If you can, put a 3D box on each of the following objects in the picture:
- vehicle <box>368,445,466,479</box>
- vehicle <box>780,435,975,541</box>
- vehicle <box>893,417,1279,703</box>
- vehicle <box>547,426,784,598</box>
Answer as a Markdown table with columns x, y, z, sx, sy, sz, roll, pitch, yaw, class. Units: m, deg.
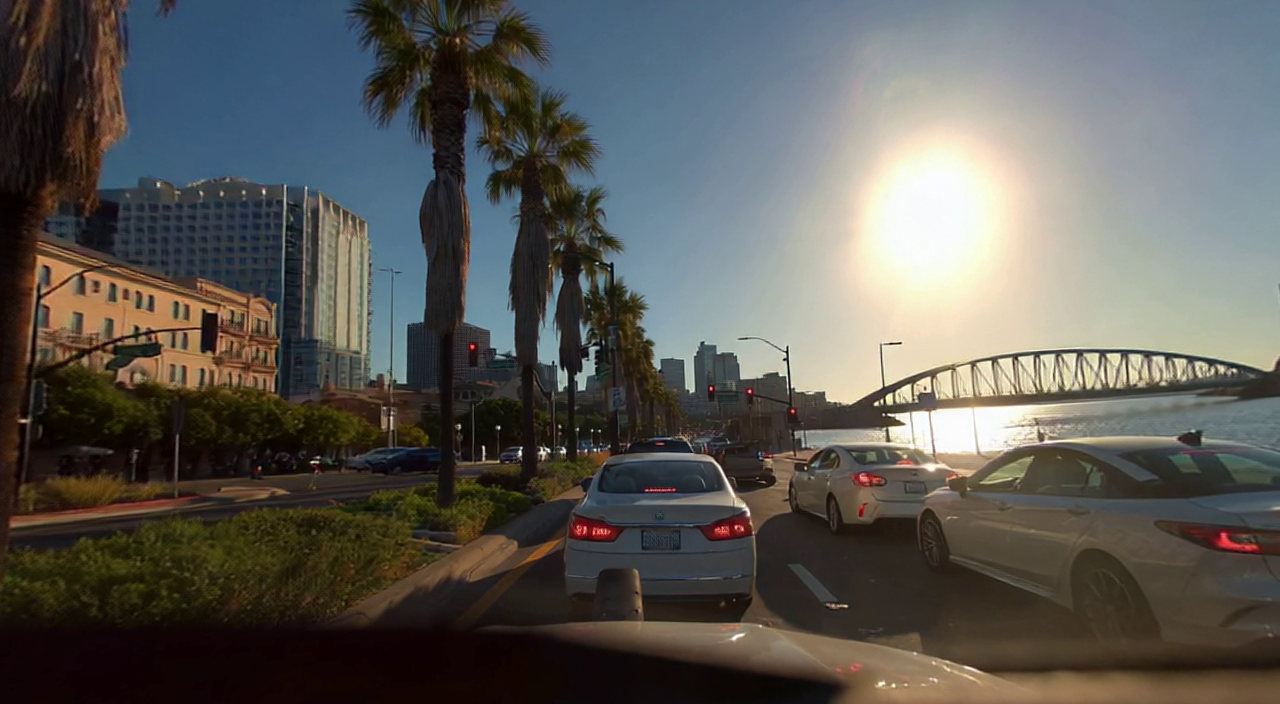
| x | y | z | sx | sy | sz | roll | pitch | yaw | class |
| --- | --- | --- | --- | --- | --- | --- | --- | --- | --- |
| -11.580 | 5.704 | 33.130 | 2.022 | 1.604 | 4.495 | -6 | -10 | 33 | vehicle |
| 3.890 | 2.287 | 11.316 | 1.920 | 1.490 | 4.417 | -1 | -9 | 2 | vehicle |
| 3.908 | 1.365 | 5.092 | 1.913 | 1.469 | 4.425 | 0 | -9 | 0 | vehicle |
| 0.255 | 1.702 | 7.512 | 2.093 | 1.503 | 3.681 | 0 | -9 | 1 | vehicle |
